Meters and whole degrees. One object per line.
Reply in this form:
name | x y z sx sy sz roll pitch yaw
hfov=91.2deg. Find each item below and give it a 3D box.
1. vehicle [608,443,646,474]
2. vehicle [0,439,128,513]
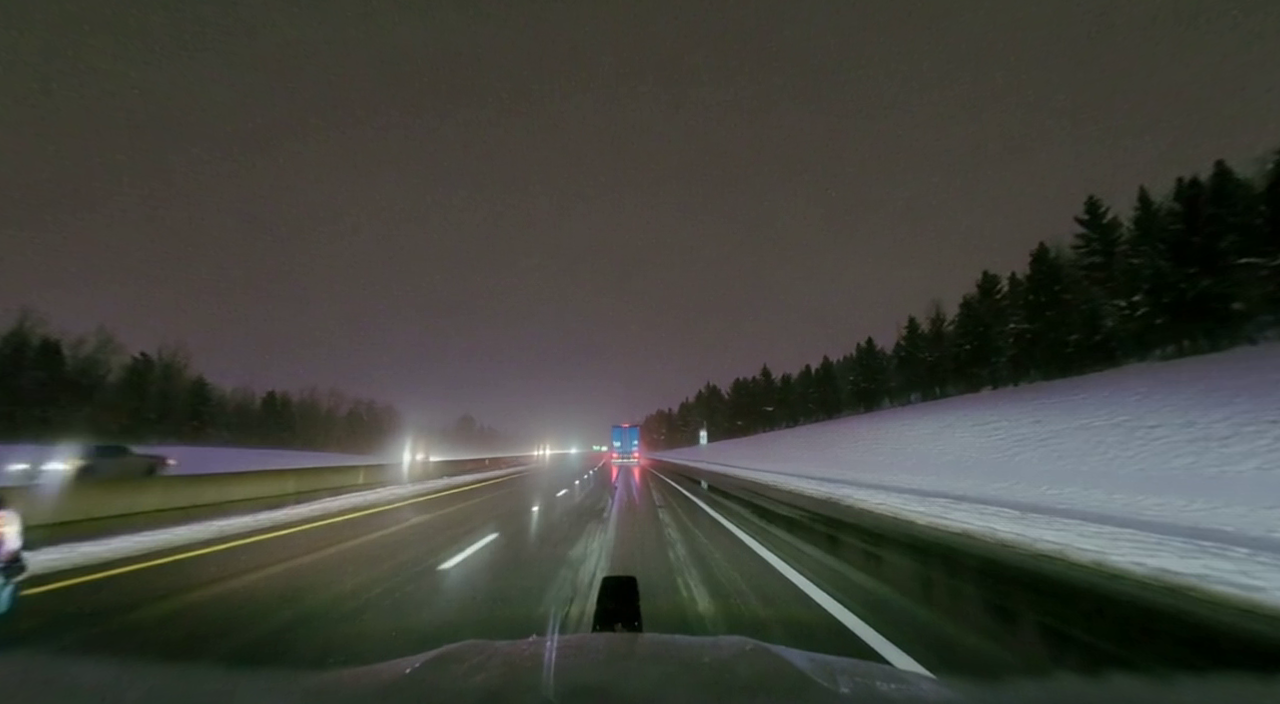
vehicle | -0.791 6.516 38.502 2.230 1.715 4.243 0 -9 -1
vehicle | -14.136 2.673 13.687 1.869 1.513 4.740 0 -9 0
